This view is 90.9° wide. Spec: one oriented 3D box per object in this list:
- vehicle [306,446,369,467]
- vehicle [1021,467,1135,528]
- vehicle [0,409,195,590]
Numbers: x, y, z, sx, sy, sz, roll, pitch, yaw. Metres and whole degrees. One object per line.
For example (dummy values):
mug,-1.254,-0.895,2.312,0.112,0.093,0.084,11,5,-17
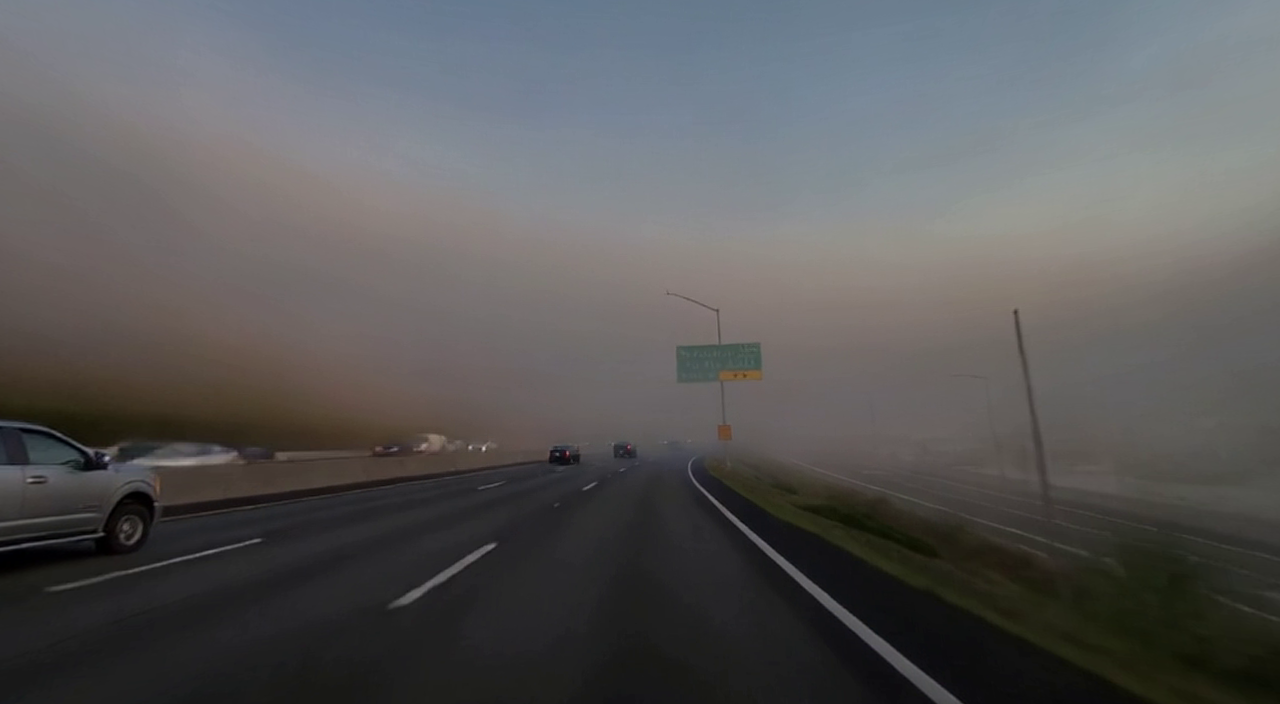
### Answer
vehicle,-21.574,7.456,45.199,1.887,1.462,4.739,-1,-8,5
vehicle,28.183,9.304,41.048,2.749,3.380,6.690,-1,-8,3
vehicle,-6.810,1.350,5.762,1.923,1.630,4.857,0,-8,0
